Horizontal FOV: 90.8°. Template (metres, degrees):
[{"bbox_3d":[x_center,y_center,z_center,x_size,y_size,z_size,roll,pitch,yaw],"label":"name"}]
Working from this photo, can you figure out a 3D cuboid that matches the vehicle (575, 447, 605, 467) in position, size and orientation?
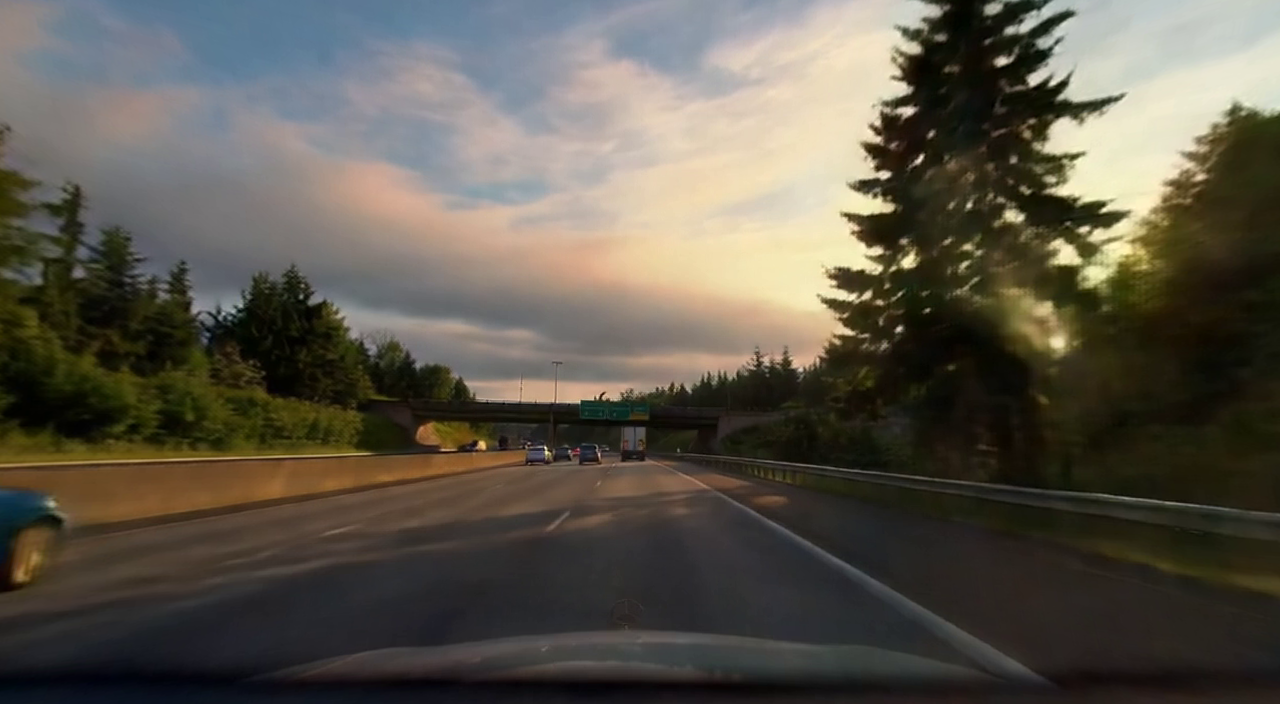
[{"bbox_3d":[-3.889,8.272,49.811,2.073,1.472,4.091,0,-9,-1],"label":"vehicle"}]

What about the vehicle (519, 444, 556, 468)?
[{"bbox_3d":[-7.456,7.619,46.314,2.014,1.633,4.090,0,-9,-1],"label":"vehicle"}]
